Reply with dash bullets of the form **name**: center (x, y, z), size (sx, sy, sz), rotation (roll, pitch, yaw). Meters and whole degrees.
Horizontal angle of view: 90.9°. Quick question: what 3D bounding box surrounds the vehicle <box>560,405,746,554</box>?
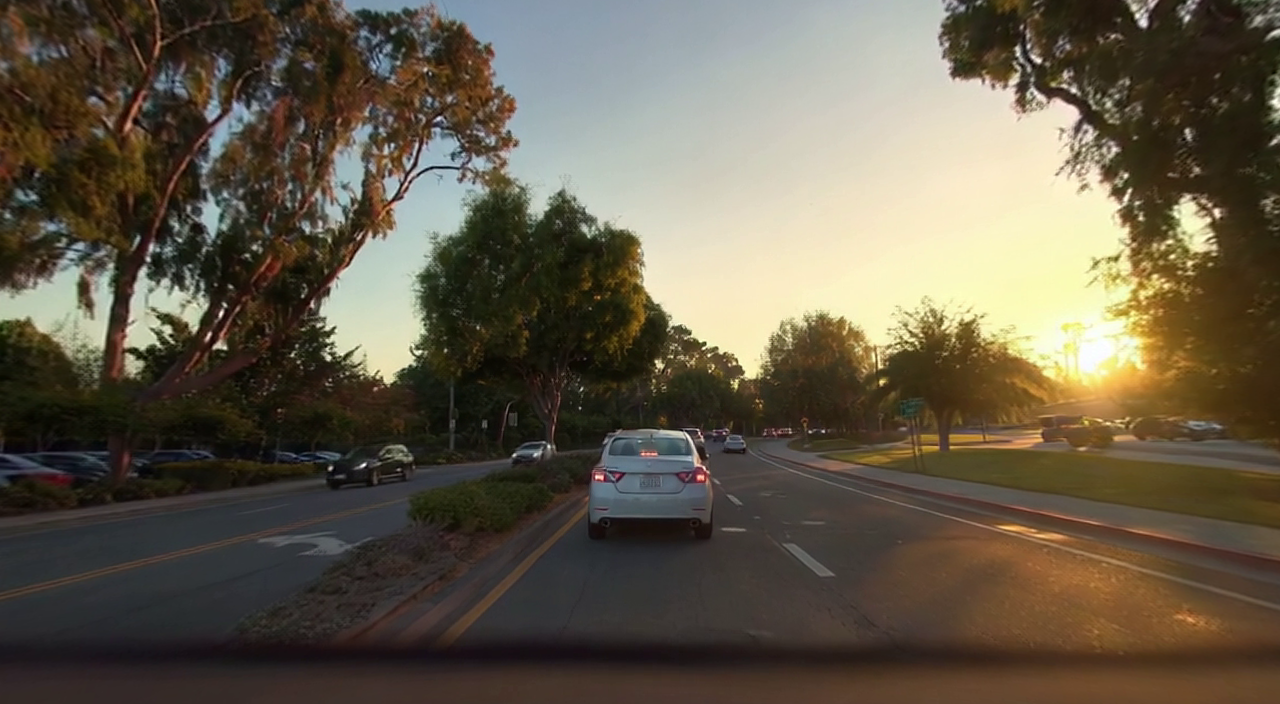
- **vehicle**: center (0.182, 1.789, 9.498), size (2.154, 1.710, 4.128), rotation (-1, -8, 1)

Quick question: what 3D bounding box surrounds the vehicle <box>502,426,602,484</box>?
- **vehicle**: center (-2.906, 3.576, 22.103), size (2.057, 1.786, 4.725), rotation (-2, -8, 11)

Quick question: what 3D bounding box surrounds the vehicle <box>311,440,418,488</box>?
- **vehicle**: center (-10.561, 4.297, 24.601), size (2.005, 1.701, 4.355), rotation (-1, -8, 3)

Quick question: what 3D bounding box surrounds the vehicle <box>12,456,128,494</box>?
- **vehicle**: center (-27.310, 5.879, 30.269), size (4.272, 1.438, 1.801), rotation (-5, -9, 9)

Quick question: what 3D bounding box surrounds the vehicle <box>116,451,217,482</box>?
- **vehicle**: center (-26.673, 6.460, 35.605), size (4.256, 1.633, 1.940), rotation (-1, -8, 7)
